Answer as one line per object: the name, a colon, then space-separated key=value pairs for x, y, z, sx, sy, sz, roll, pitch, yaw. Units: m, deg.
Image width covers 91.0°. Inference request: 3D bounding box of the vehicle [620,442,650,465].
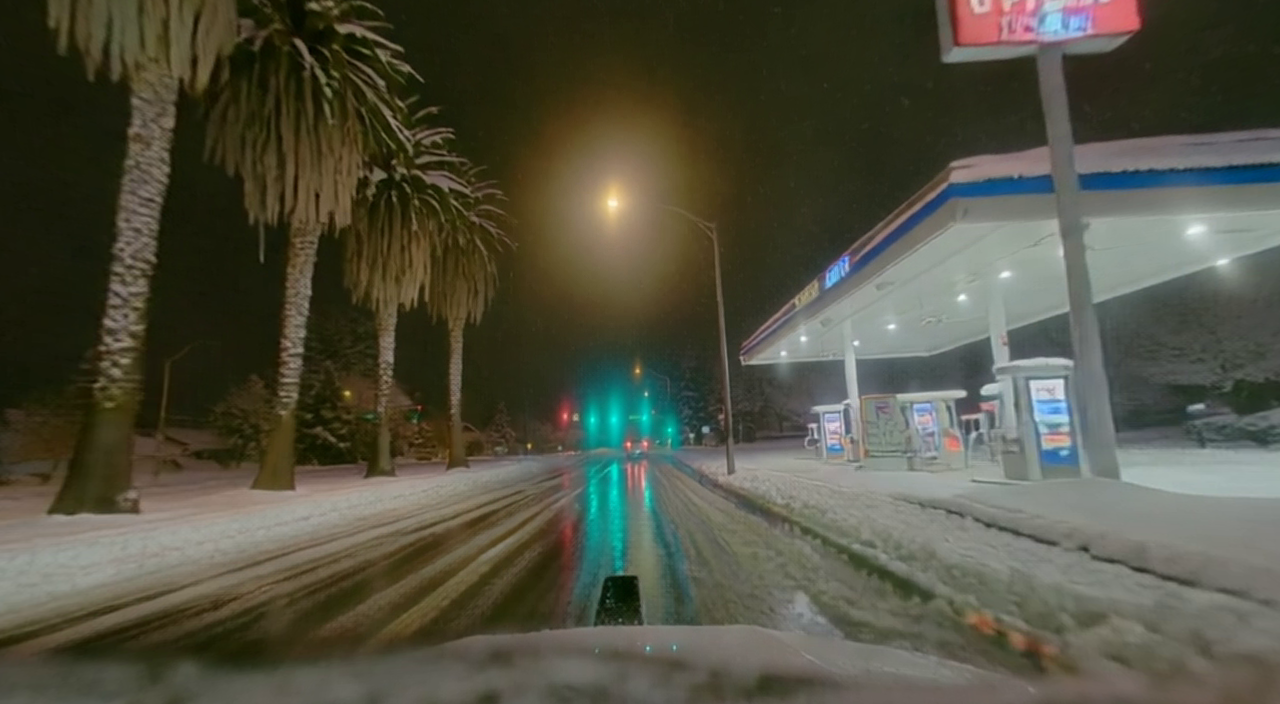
vehicle: x=-0.314 y=7.281 z=45.362 sx=2.050 sy=1.509 sz=4.148 roll=1 pitch=-8 yaw=0
